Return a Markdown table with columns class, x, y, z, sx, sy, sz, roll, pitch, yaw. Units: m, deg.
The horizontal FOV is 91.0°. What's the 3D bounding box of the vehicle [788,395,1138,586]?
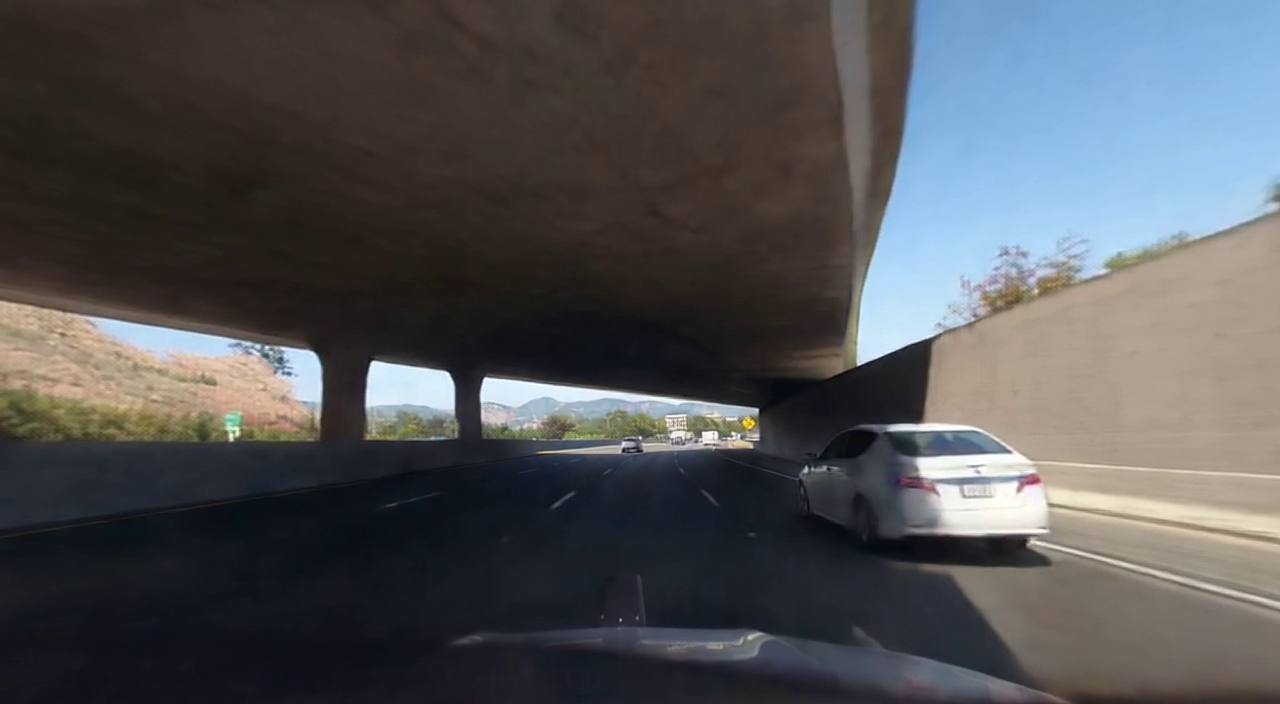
| class | x | y | z | sx | sy | sz | roll | pitch | yaw |
| --- | --- | --- | --- | --- | --- | --- | --- | --- | --- |
| vehicle | 3.451 | 1.566 | 7.919 | 2.090 | 1.715 | 4.228 | 0 | -8 | -1 |
